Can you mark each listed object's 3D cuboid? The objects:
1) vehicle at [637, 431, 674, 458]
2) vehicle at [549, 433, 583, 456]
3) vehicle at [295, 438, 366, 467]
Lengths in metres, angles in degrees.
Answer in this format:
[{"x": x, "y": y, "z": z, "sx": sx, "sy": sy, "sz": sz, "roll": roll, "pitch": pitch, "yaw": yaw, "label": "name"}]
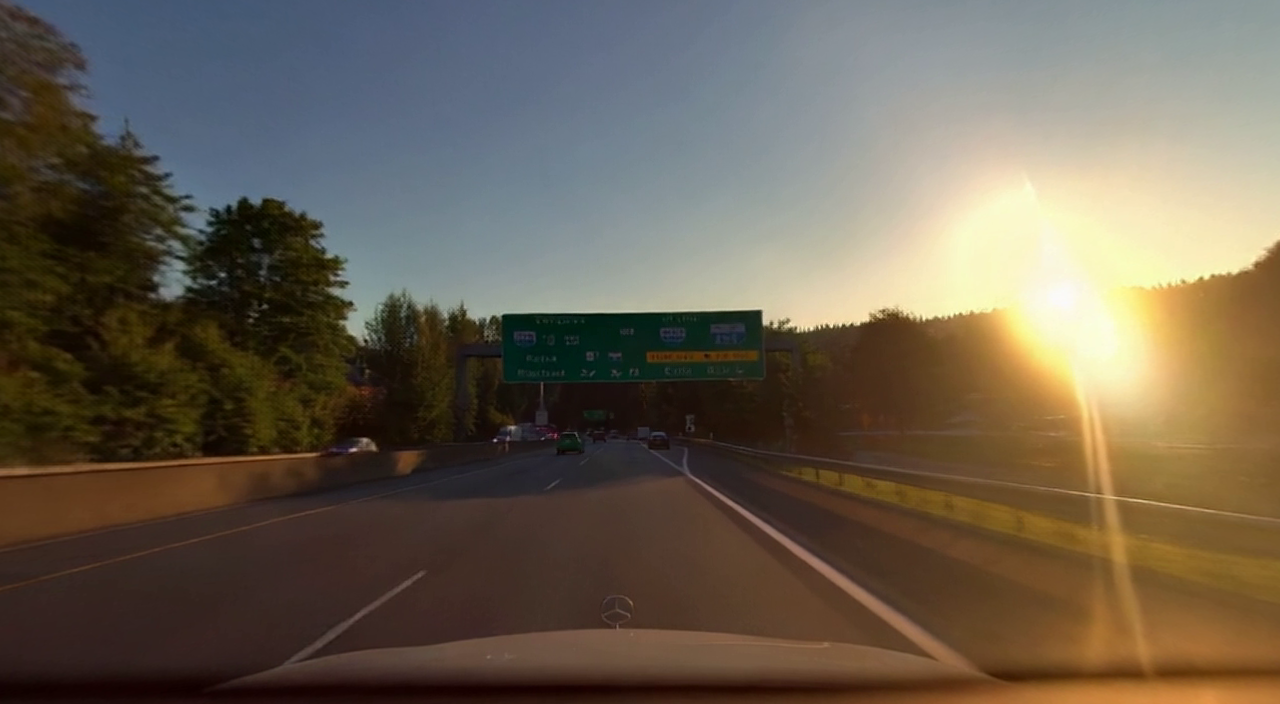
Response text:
[{"x": 0.965, "y": 5.753, "z": 39.274, "sx": 2.139, "sy": 1.561, "sz": 4.060, "roll": 0, "pitch": -8, "yaw": 1, "label": "vehicle"}, {"x": -5.096, "y": 6.434, "z": 43.904, "sx": 1.959, "sy": 1.514, "sz": 3.668, "roll": 0, "pitch": -8, "yaw": -1, "label": "vehicle"}, {"x": -17.719, "y": 5.738, "z": 36.299, "sx": 1.954, "sy": 1.567, "sz": 4.283, "roll": 0, "pitch": -8, "yaw": -1, "label": "vehicle"}]
